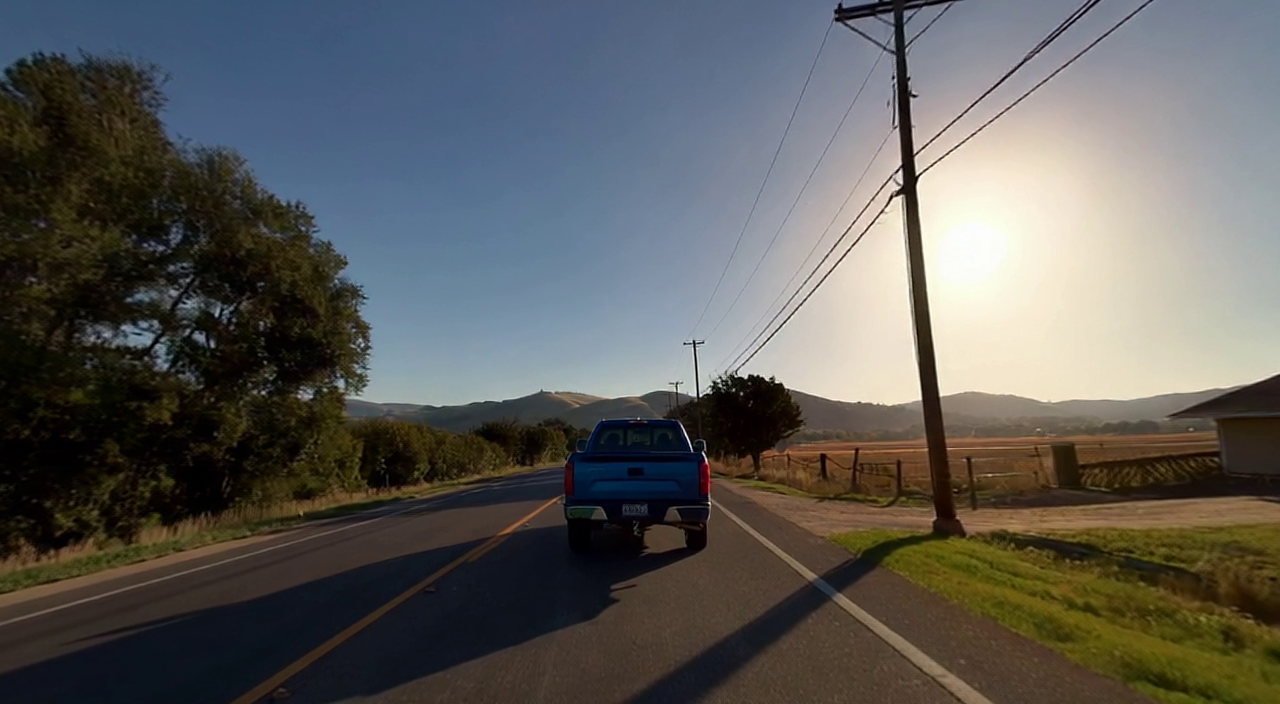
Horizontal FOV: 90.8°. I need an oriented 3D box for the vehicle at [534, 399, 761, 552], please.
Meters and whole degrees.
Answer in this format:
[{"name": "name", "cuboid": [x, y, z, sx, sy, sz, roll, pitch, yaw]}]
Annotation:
[{"name": "vehicle", "cuboid": [0.058, 1.949, 10.774, 2.774, 1.861, 5.885, 0, -8, -1]}]
